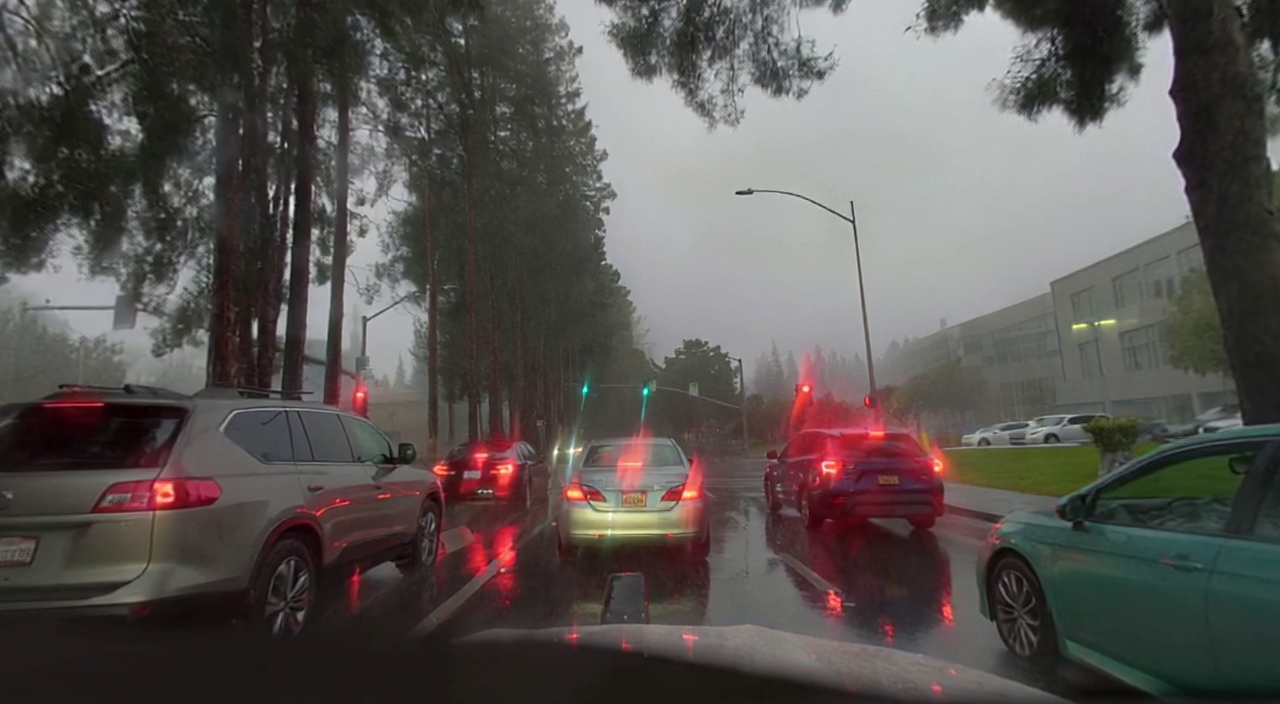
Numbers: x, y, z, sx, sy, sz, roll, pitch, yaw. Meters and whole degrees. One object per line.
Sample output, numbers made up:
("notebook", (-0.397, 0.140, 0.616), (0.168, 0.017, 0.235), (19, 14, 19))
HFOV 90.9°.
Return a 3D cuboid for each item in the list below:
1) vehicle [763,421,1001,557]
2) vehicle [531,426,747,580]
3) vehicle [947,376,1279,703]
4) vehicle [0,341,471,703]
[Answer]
("vehicle", (3.417, 2.017, 10.023), (2.040, 1.647, 4.379), (0, -9, 0))
("vehicle", (-0.036, 1.803, 8.323), (2.147, 1.507, 3.953), (0, -8, -1))
("vehicle", (3.328, 0.962, 2.833), (1.899, 1.588, 3.888), (0, -9, 0))
("vehicle", (-3.142, 1.165, 5.067), (2.168, 1.750, 4.625), (-1, -9, 1))
